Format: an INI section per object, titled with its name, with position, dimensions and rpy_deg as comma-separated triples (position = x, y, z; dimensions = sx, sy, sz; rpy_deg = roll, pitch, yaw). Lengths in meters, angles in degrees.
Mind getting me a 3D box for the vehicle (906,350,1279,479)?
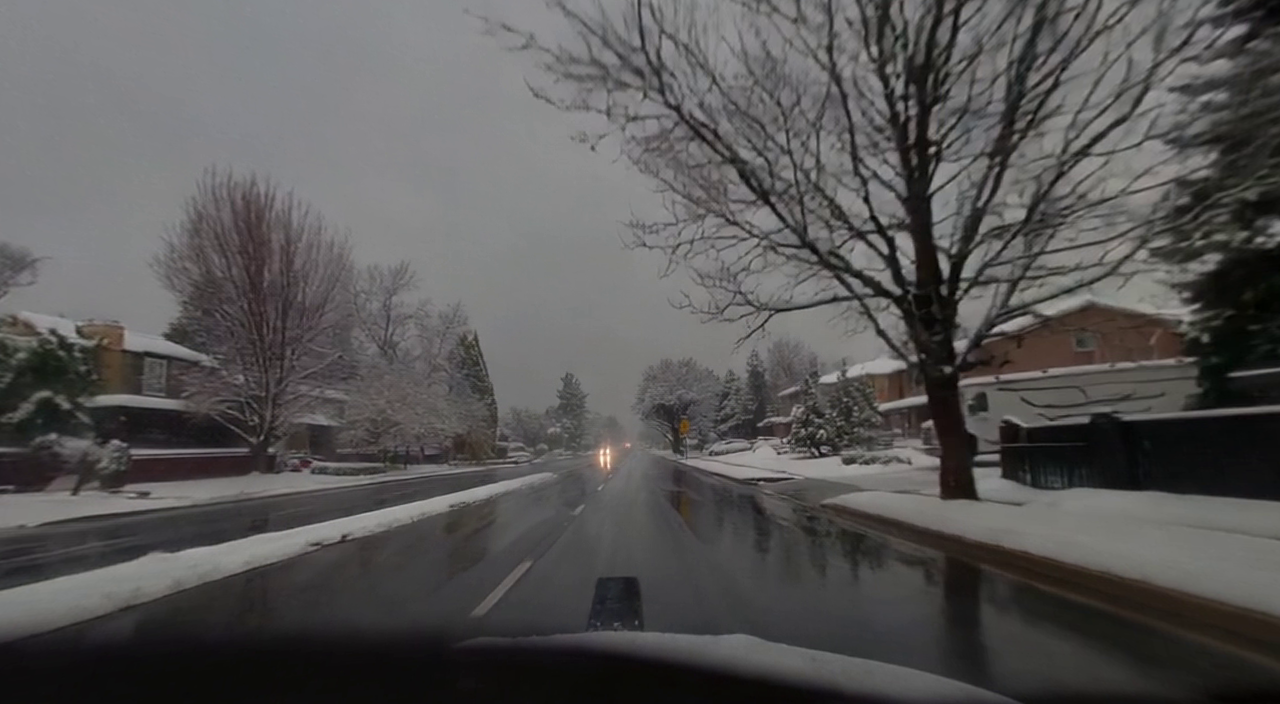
[vehicle]
position = 17.534, 2.523, 24.932
dimensions = 12.151, 4.157, 3.709
rpy_deg = -1, -15, -6
